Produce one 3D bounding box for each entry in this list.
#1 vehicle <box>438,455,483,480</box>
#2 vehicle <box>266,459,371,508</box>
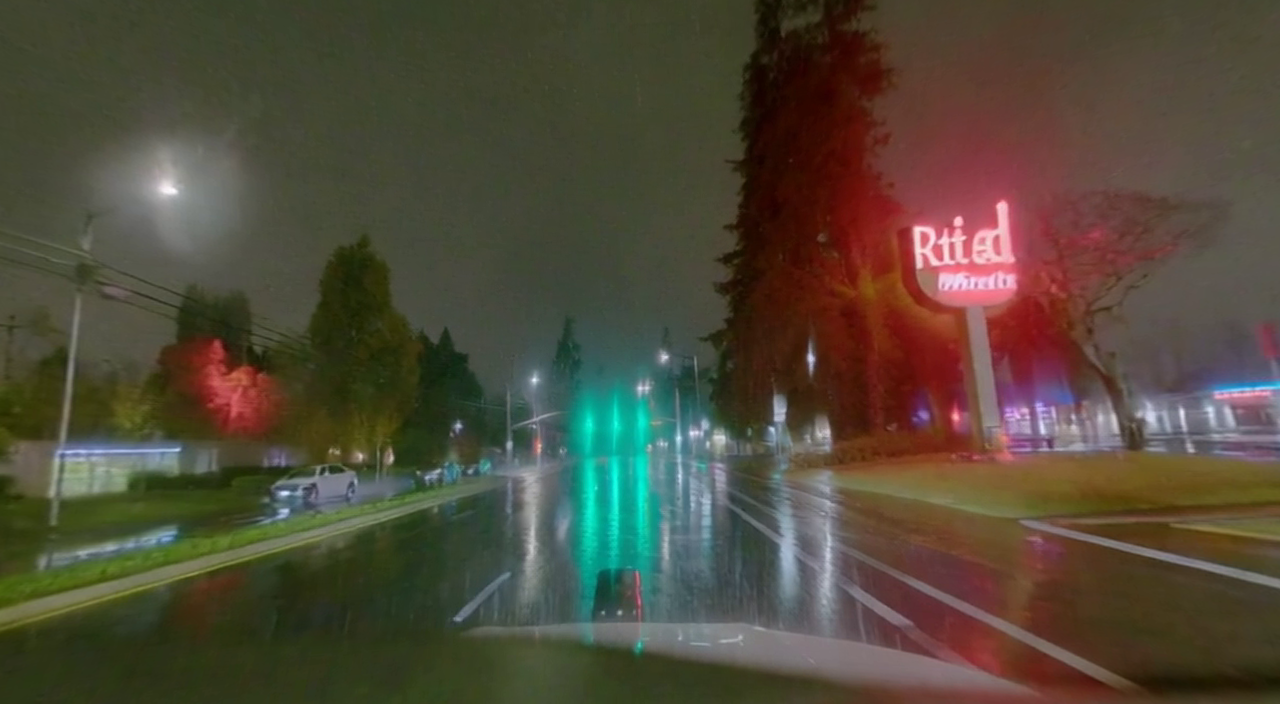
[{"bbox_3d":[-12.352,7.952,43.754,1.854,1.442,4.213,-4,-8,-1],"label":"vehicle"},{"bbox_3d":[-12.412,5.064,24.718,1.986,1.488,4.330,-5,-8,-2],"label":"vehicle"}]
